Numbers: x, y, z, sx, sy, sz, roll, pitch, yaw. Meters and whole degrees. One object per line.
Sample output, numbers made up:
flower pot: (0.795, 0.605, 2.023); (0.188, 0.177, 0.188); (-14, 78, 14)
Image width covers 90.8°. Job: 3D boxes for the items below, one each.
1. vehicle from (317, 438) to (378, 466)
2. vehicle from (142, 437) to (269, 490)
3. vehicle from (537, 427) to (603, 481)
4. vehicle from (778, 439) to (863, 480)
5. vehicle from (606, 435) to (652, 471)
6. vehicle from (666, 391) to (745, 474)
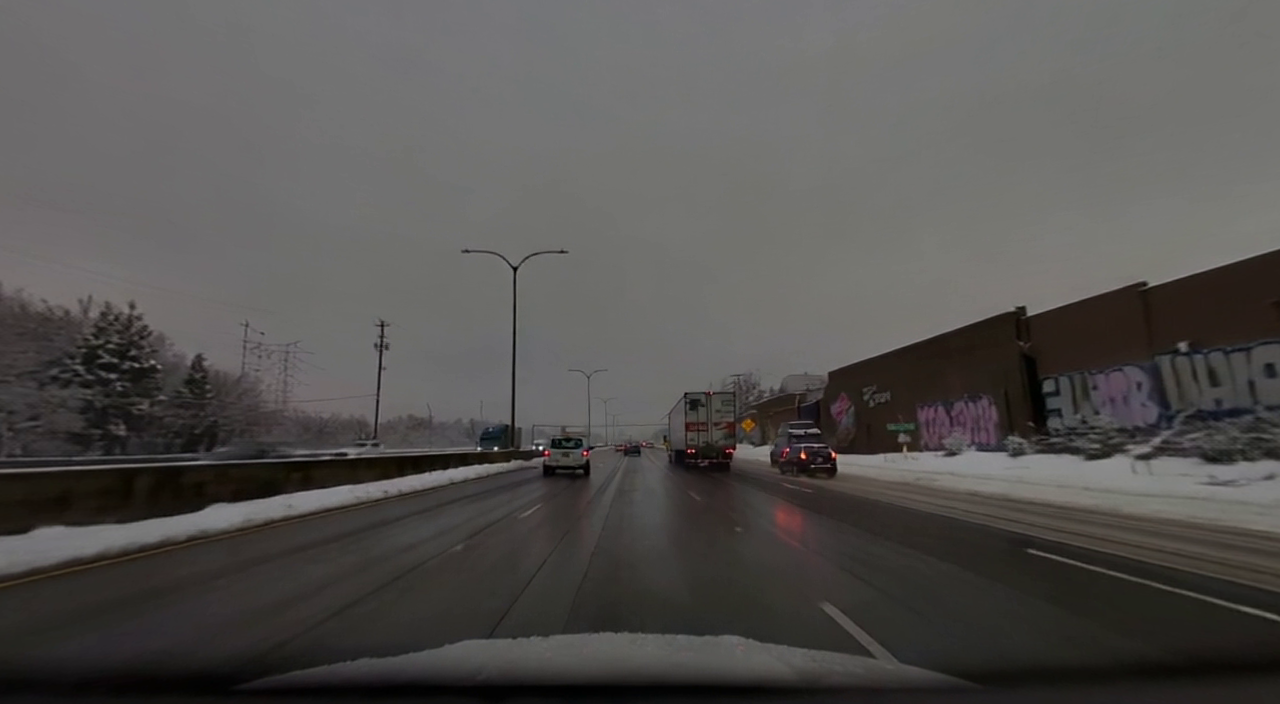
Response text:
vehicle: (-17.344, 5.932, 37.609); (1.833, 1.541, 3.656); (0, -9, 0)
vehicle: (-13.188, 3.393, 19.440); (1.466, 1.474, 3.337); (0, -9, 1)
vehicle: (-2.573, 3.920, 24.449); (2.249, 1.843, 5.176); (1, -9, -4)
vehicle: (7.041, 4.240, 25.141); (1.915, 1.476, 4.677); (0, -9, -1)
vehicle: (-0.528, 5.106, 31.980); (2.191, 1.685, 4.015); (0, -9, -1)
vehicle: (3.274, 4.530, 34.754); (2.976, 3.806, 10.591); (0, -9, -1)
